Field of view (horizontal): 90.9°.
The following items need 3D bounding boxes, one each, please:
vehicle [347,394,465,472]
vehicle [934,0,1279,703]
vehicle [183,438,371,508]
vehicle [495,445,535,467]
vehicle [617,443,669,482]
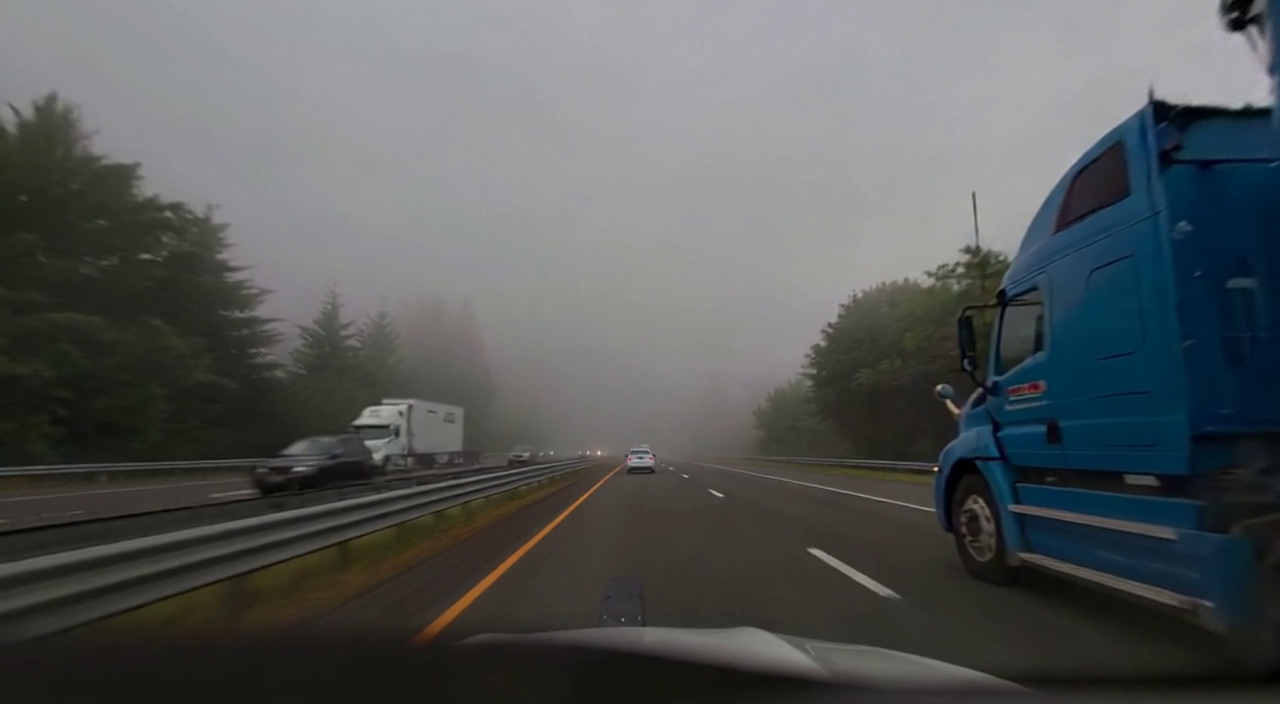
[{"bbox_3d":[-13.408,4.899,37.460,2.977,3.982,10.269,0,-8,0],"label":"vehicle"},{"bbox_3d":[4.388,-0.185,3.014,3.010,3.911,5.858,0,-8,0],"label":"vehicle"},{"bbox_3d":[-8.771,2.934,15.856,1.930,1.479,4.706,0,-8,0],"label":"vehicle"},{"bbox_3d":[-8.609,7.165,43.669,1.851,1.457,4.155,0,-8,0],"label":"vehicle"},{"bbox_3d":[0.106,4.762,27.458,2.114,1.523,4.012,0,-8,-1],"label":"vehicle"}]
